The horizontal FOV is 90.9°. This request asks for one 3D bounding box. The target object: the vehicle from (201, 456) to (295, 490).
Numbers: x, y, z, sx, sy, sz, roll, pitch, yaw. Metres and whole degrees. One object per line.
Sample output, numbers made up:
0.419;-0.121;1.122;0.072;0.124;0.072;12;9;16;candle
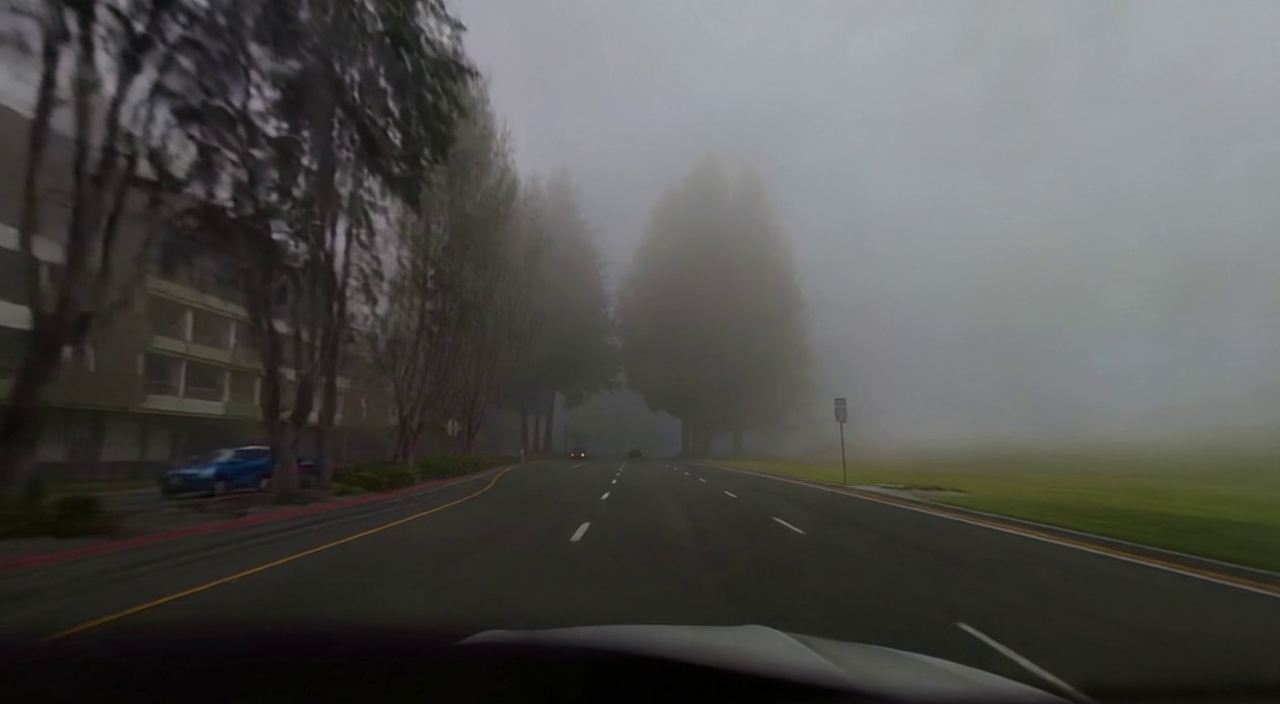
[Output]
-19.729;6.069;31.972;1.863;1.486;4.500;0;-9;0;vehicle
